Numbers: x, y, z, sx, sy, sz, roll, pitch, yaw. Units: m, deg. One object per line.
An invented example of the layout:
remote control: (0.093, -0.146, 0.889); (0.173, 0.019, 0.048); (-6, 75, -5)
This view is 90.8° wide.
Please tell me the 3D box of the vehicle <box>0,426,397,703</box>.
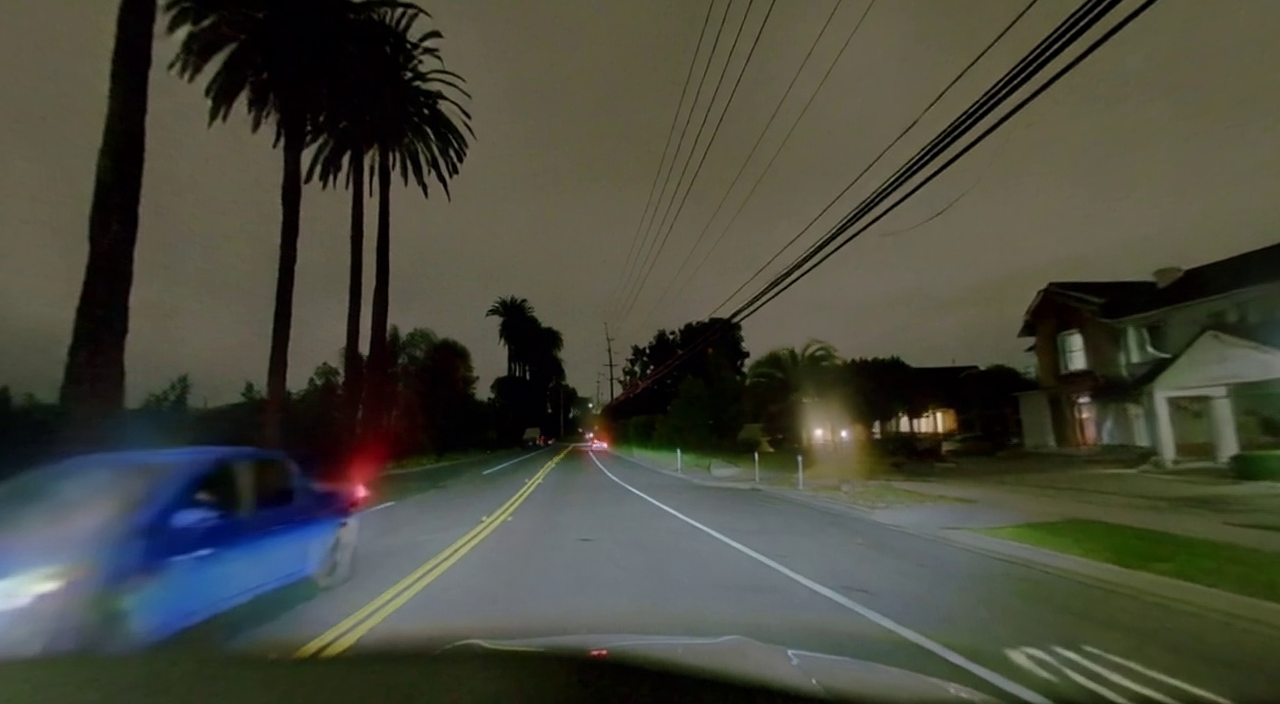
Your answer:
vehicle: (-3.877, 1.460, 5.321); (2.061, 1.510, 4.457); (0, -9, -3)
